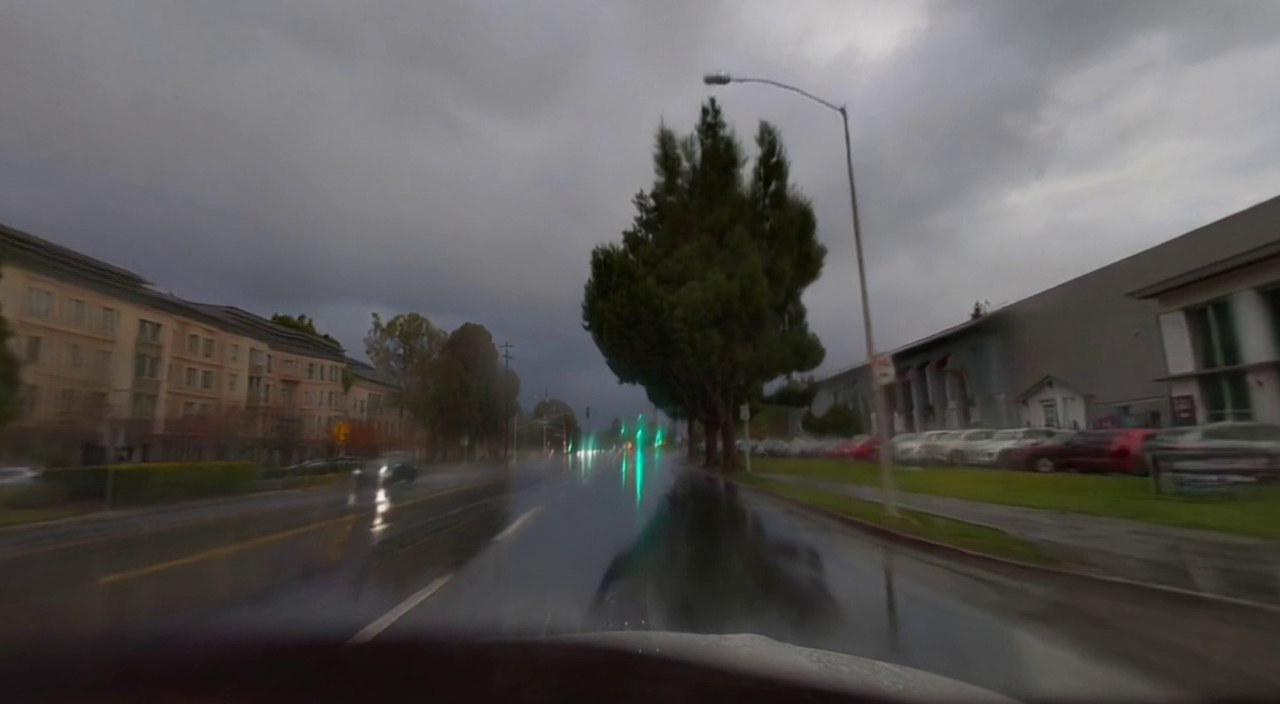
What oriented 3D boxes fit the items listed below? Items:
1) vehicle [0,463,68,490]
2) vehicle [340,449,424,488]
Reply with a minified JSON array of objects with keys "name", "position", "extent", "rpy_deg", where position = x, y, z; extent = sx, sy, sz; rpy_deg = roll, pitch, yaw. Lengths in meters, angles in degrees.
[{"name":"vehicle","position":[-39.763,7.830,39.732],"extent":[5.232,1.633,1.950],"rpy_deg":[0,-9,-3]},{"name":"vehicle","position":[-12.001,5.420,29.705],"extent":[2.096,1.509,4.666],"rpy_deg":[-3,-9,-1]}]
